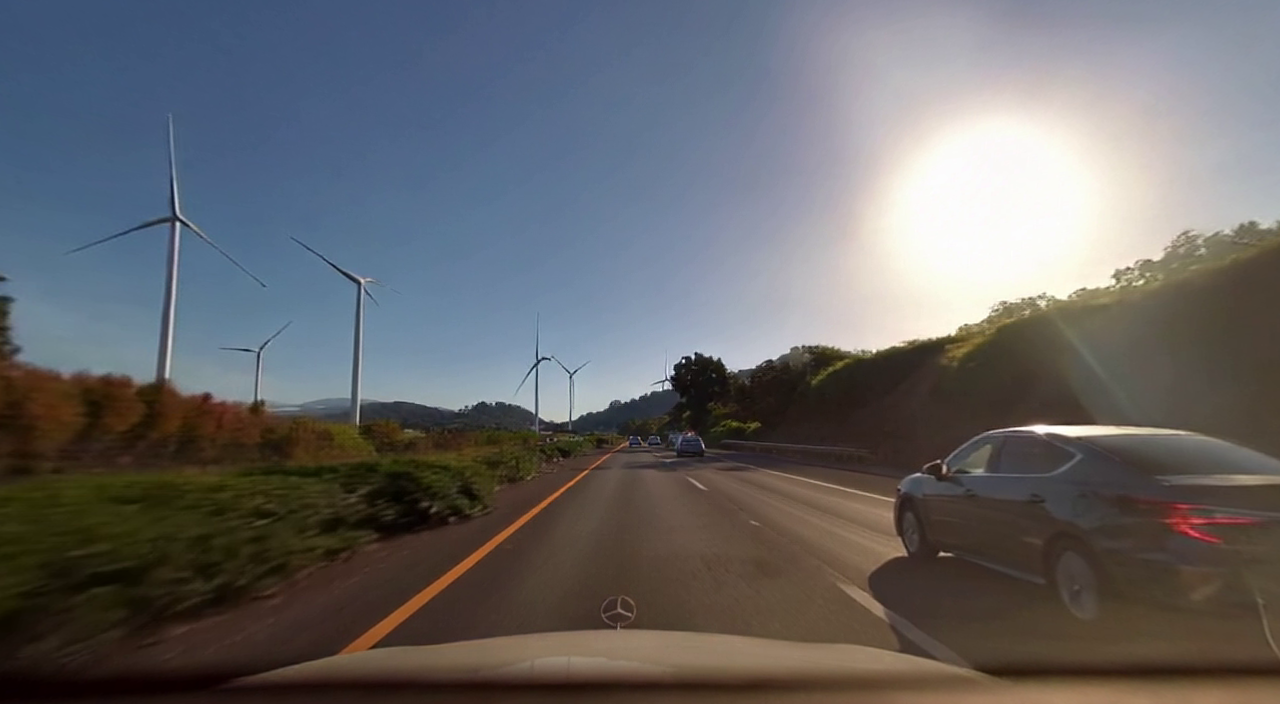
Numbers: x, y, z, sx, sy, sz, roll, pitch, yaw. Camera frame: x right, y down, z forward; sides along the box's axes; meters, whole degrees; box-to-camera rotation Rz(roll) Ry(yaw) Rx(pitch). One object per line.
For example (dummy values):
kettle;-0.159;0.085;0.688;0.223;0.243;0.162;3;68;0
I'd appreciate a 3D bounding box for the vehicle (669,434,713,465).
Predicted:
vehicle;2.893;5.632;36.630;2.066;1.661;4.500;0;-8;-2

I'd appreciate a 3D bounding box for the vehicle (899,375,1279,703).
vehicle;3.696;1.117;4.161;2.038;1.624;4.312;0;-8;-1
